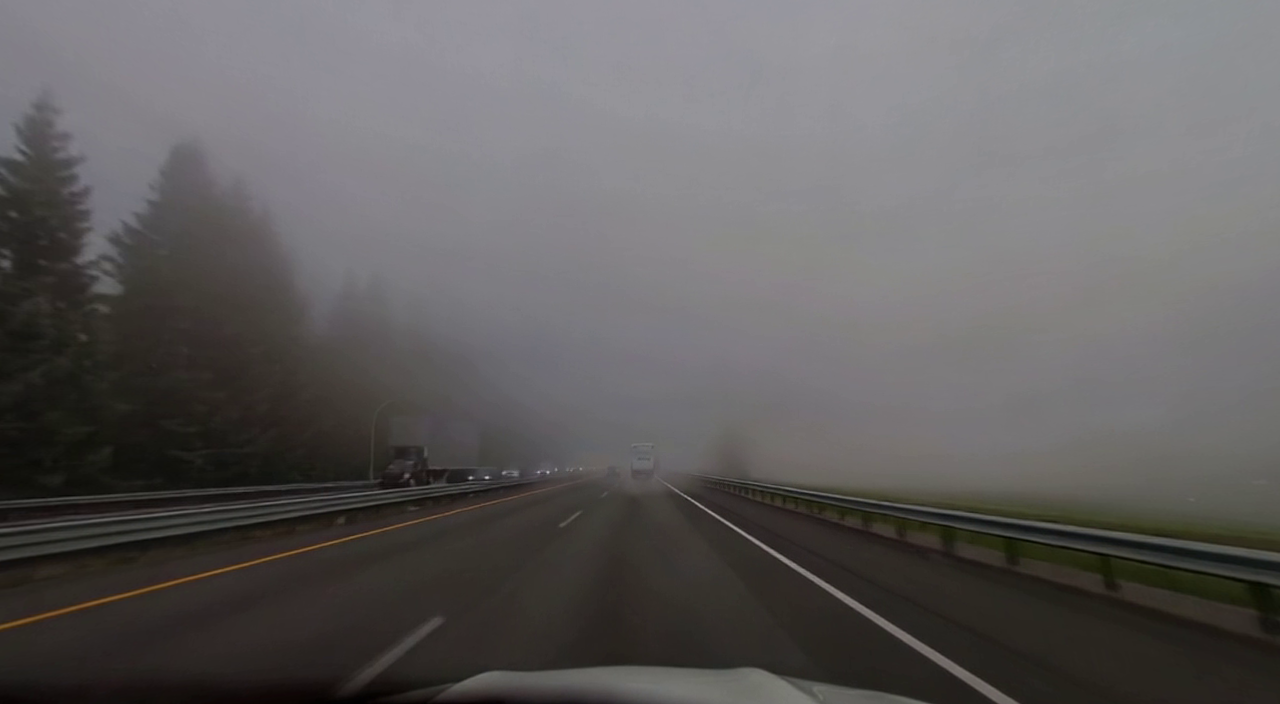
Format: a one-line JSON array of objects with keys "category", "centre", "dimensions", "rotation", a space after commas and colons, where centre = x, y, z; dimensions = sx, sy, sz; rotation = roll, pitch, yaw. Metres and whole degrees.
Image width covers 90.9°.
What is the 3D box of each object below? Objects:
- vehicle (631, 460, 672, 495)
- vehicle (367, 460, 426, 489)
[{"category": "vehicle", "centre": [0.565, 6.588, 33.324], "dimensions": [2.048, 1.663, 4.377], "rotation": [1, -10, 0]}, {"category": "vehicle", "centre": [-14.887, 7.516, 38.798], "dimensions": [1.892, 1.594, 4.384], "rotation": [1, -10, -1]}]
